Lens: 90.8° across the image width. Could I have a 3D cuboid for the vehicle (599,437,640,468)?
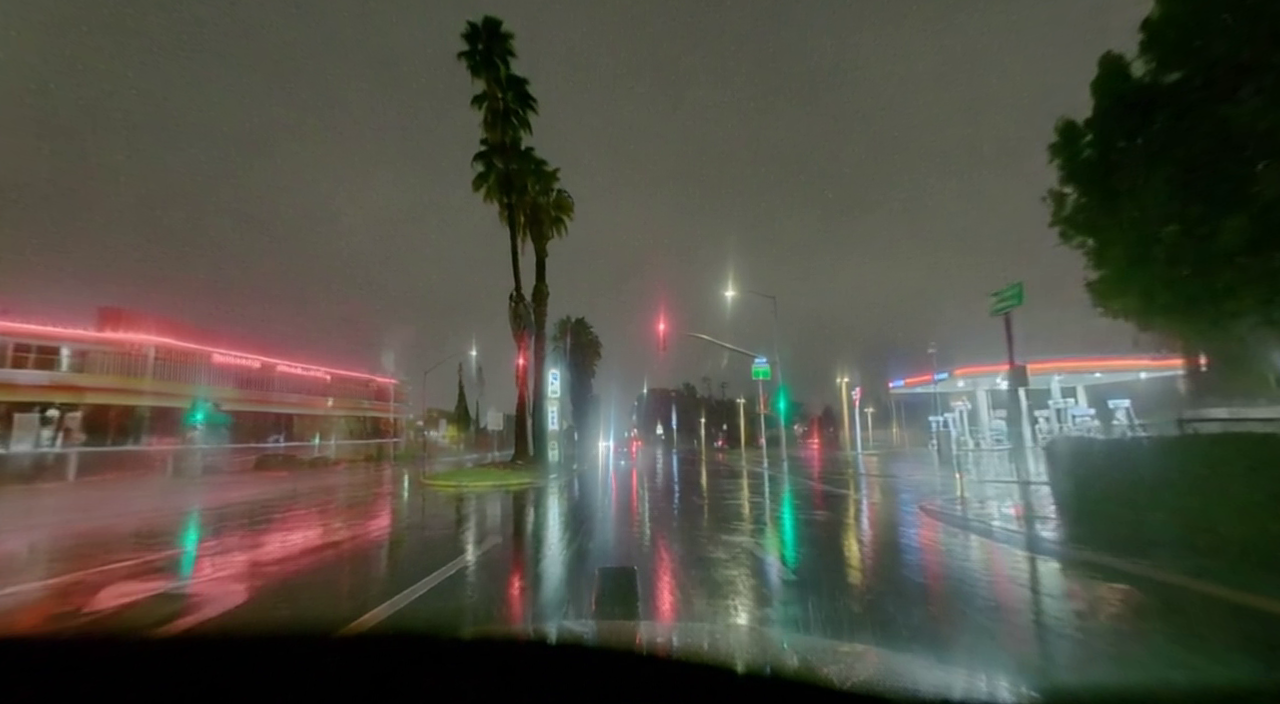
[{"bbox_3d":[-1.126,5.425,34.141,2.073,1.525,4.809,0,-9,-2],"label":"vehicle"}]
